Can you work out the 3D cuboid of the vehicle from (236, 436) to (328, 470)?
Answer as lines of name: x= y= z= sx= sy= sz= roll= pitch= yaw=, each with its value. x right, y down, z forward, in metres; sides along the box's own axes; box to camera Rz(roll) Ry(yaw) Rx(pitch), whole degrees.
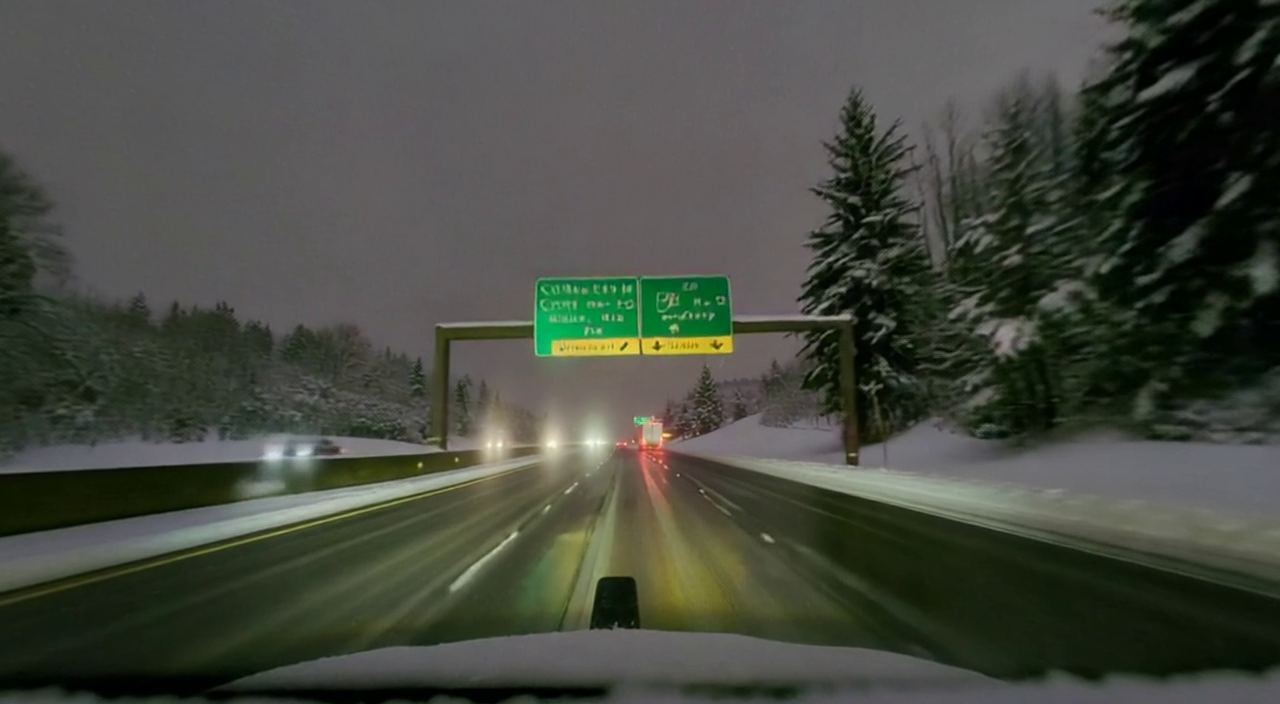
vehicle: x=-17.387 y=4.919 z=30.835 sx=1.890 sy=1.501 sz=4.553 roll=0 pitch=-8 yaw=-1
